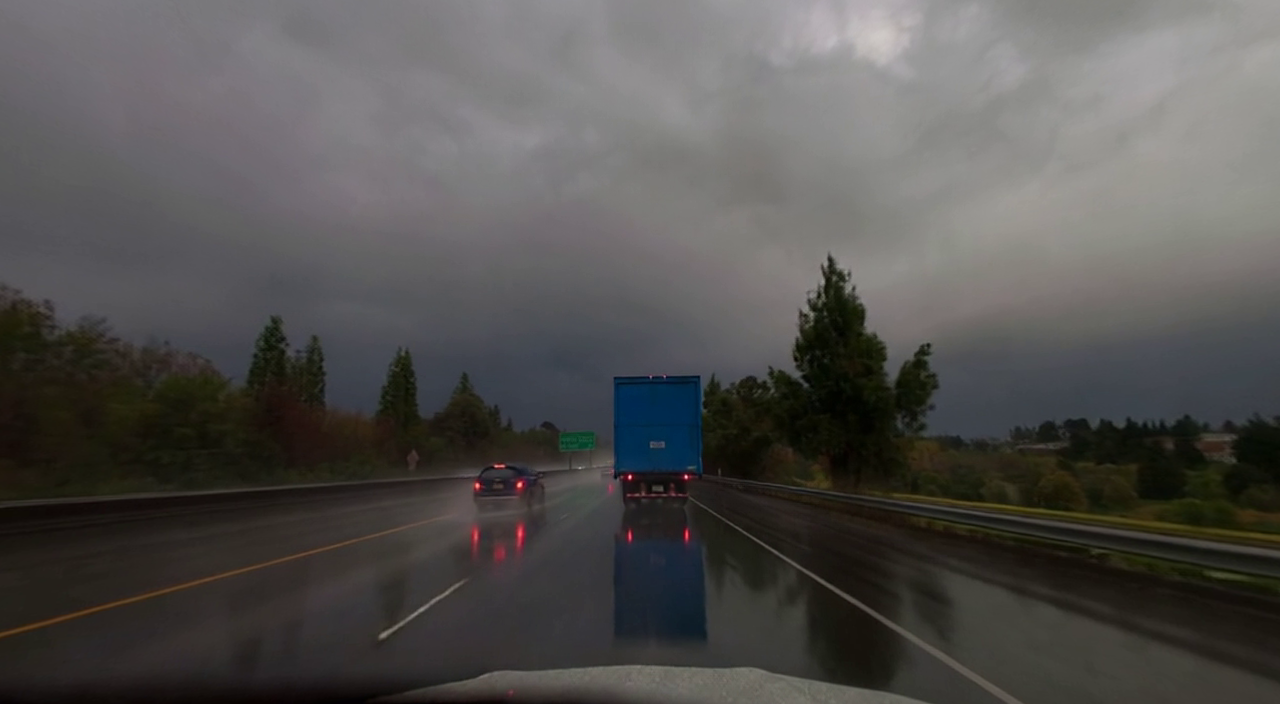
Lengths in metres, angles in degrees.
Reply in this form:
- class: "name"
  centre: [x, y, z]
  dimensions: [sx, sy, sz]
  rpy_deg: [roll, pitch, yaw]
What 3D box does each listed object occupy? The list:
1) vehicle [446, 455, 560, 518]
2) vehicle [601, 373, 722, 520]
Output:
- class: "vehicle"
  centre: [-3.668, 3.759, 17.945]
  dimensions: [2.079, 1.506, 4.821]
  rpy_deg: [0, -10, 1]
- class: "vehicle"
  centre: [0.580, 3.220, 20.748]
  dimensions: [3.008, 3.678, 9.512]
  rpy_deg: [1, -10, 0]
